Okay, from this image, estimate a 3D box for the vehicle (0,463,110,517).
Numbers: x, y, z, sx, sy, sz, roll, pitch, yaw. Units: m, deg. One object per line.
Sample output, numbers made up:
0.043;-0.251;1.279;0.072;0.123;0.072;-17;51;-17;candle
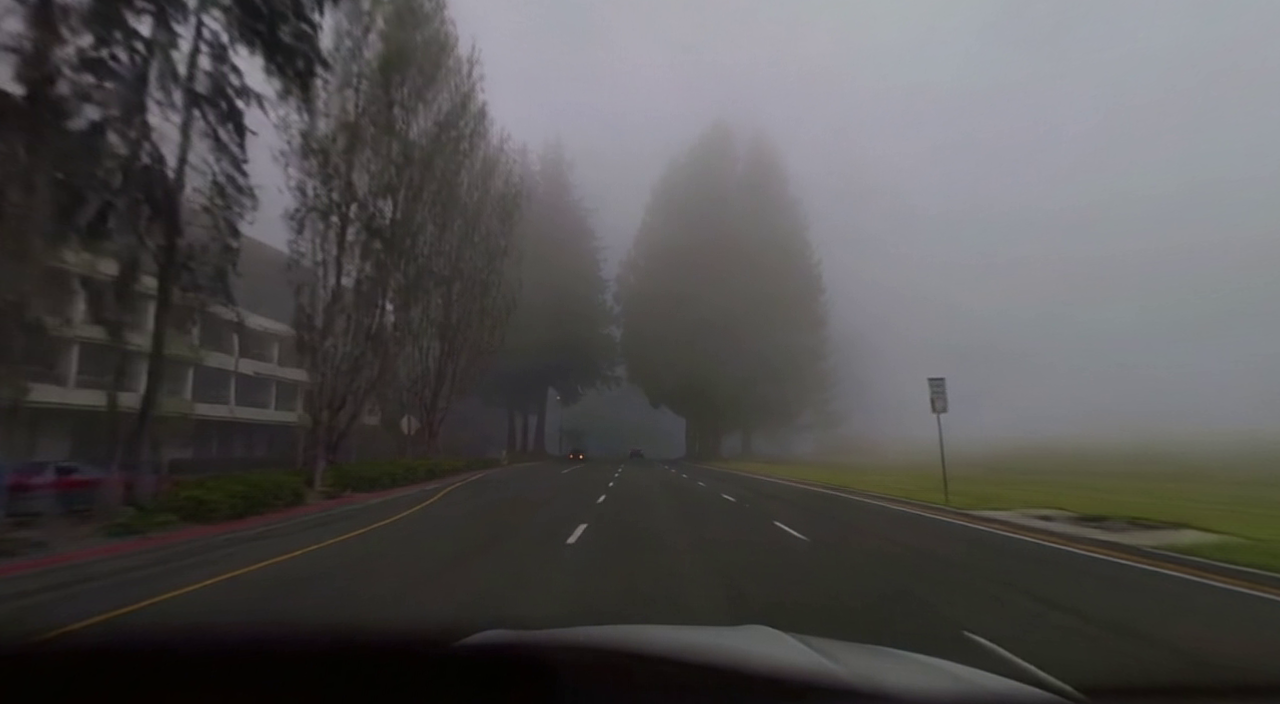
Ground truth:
-19.755;4.335;20.033;1.863;1.486;4.500;0;-9;0;vehicle
